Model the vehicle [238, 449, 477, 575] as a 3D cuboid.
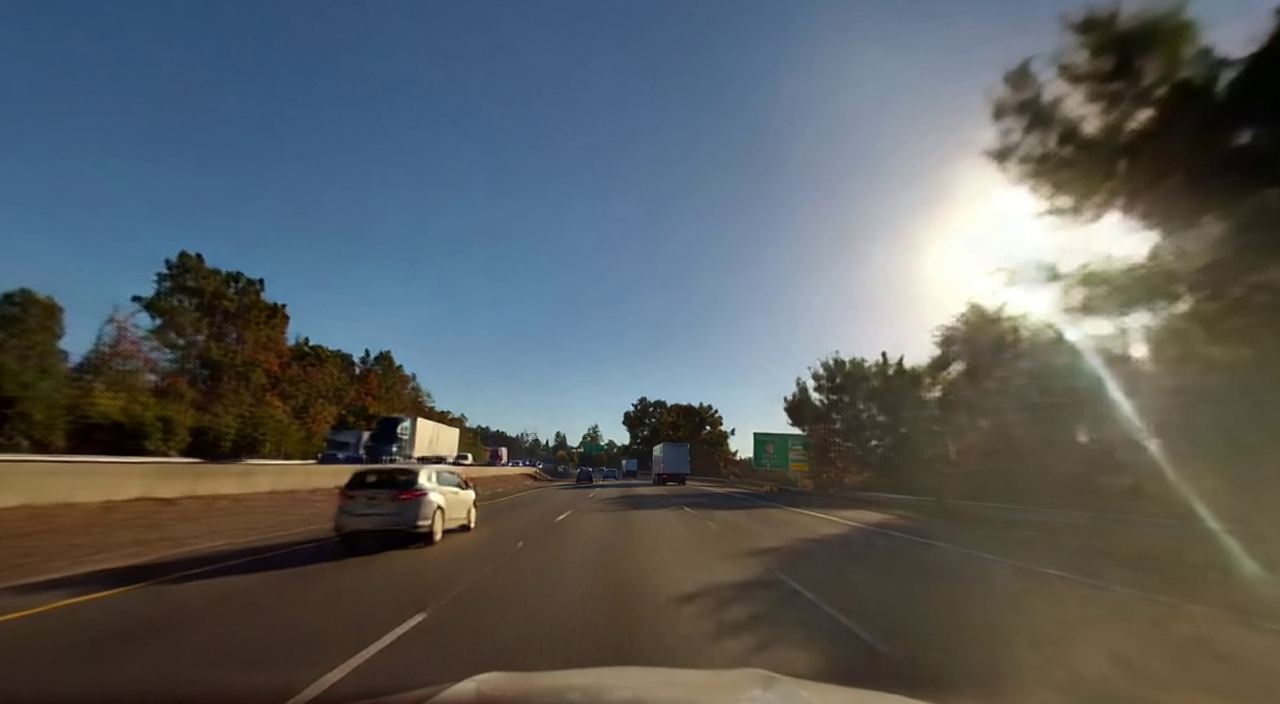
[{"bbox_3d":[-3.937,2.311,9.630,1.868,1.485,3.770,1,-11,0],"label":"vehicle"}]
